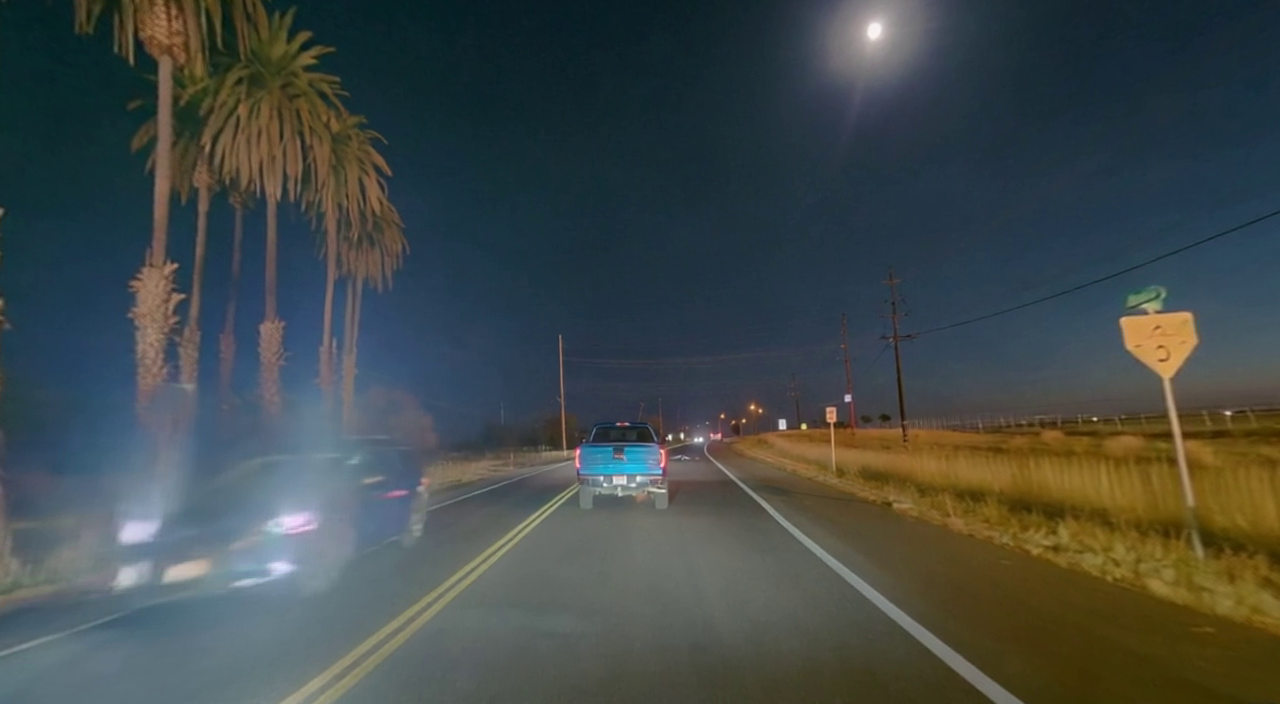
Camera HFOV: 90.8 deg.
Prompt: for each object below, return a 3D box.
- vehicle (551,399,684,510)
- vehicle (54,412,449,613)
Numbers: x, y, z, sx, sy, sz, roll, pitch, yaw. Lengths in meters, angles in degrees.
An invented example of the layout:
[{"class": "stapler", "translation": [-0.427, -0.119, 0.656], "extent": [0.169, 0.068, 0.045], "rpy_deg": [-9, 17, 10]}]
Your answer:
[{"class": "vehicle", "translation": [-0.505, 2.521, 15.860], "extent": [2.693, 2.223, 5.885], "rpy_deg": [0, -8, -1]}, {"class": "vehicle", "translation": [-4.331, 1.844, 8.345], "extent": [2.128, 1.834, 4.877], "rpy_deg": [0, -8, -1]}]
